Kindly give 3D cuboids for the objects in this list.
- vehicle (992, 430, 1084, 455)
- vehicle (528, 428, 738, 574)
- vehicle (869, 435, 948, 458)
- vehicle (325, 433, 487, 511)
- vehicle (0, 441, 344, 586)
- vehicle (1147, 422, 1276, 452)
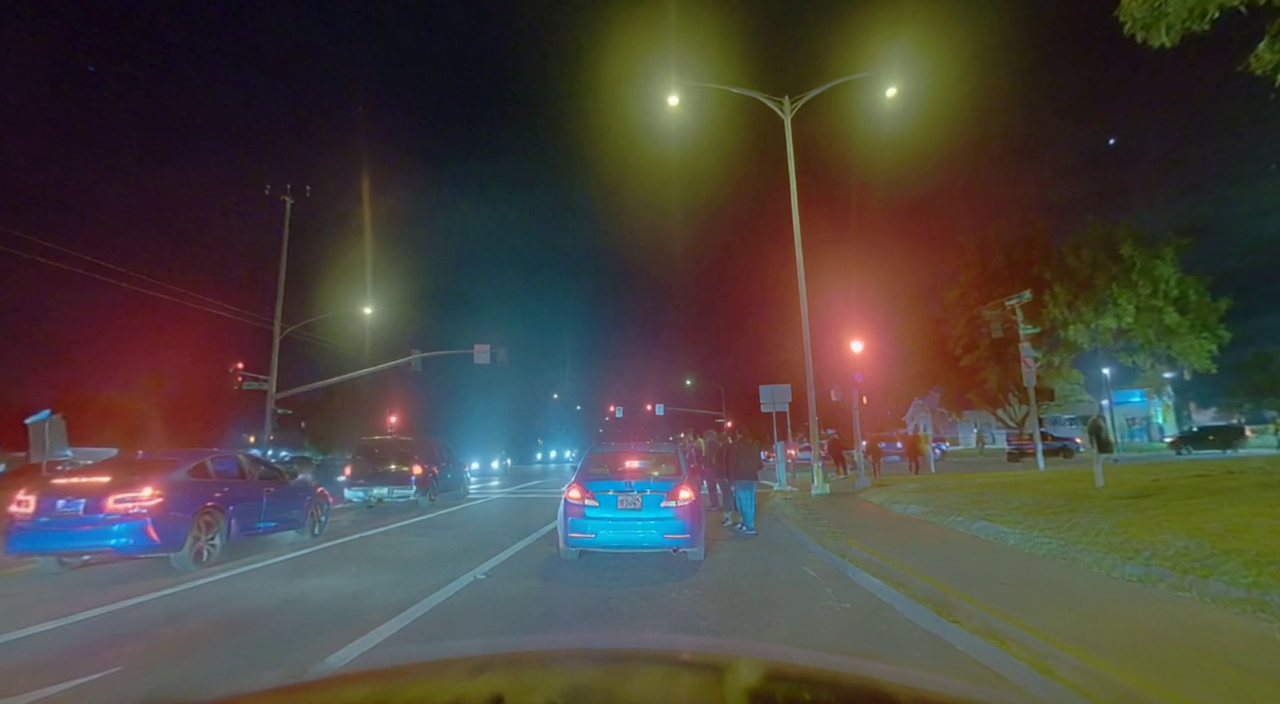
[{"bbox_3d":[23.813,5.444,37.743,4.454,1.440,1.816,-5,-10,30],"label":"vehicle"},{"bbox_3d":[-0.052,1.868,8.675,2.182,1.501,4.150,0,-9,1],"label":"vehicle"},{"bbox_3d":[17.559,6.206,41.104,4.441,1.452,1.798,-5,-10,30],"label":"vehicle"},{"bbox_3d":[-6.164,3.218,17.426,2.230,1.811,5.183,-1,-9,3],"label":"vehicle"},{"bbox_3d":[-6.339,2.070,8.972,1.948,1.530,4.283,0,-9,3],"label":"vehicle"},{"bbox_3d":[30.546,4.606,33.788,4.739,1.472,1.804,-5,-10,30],"label":"vehicle"}]
